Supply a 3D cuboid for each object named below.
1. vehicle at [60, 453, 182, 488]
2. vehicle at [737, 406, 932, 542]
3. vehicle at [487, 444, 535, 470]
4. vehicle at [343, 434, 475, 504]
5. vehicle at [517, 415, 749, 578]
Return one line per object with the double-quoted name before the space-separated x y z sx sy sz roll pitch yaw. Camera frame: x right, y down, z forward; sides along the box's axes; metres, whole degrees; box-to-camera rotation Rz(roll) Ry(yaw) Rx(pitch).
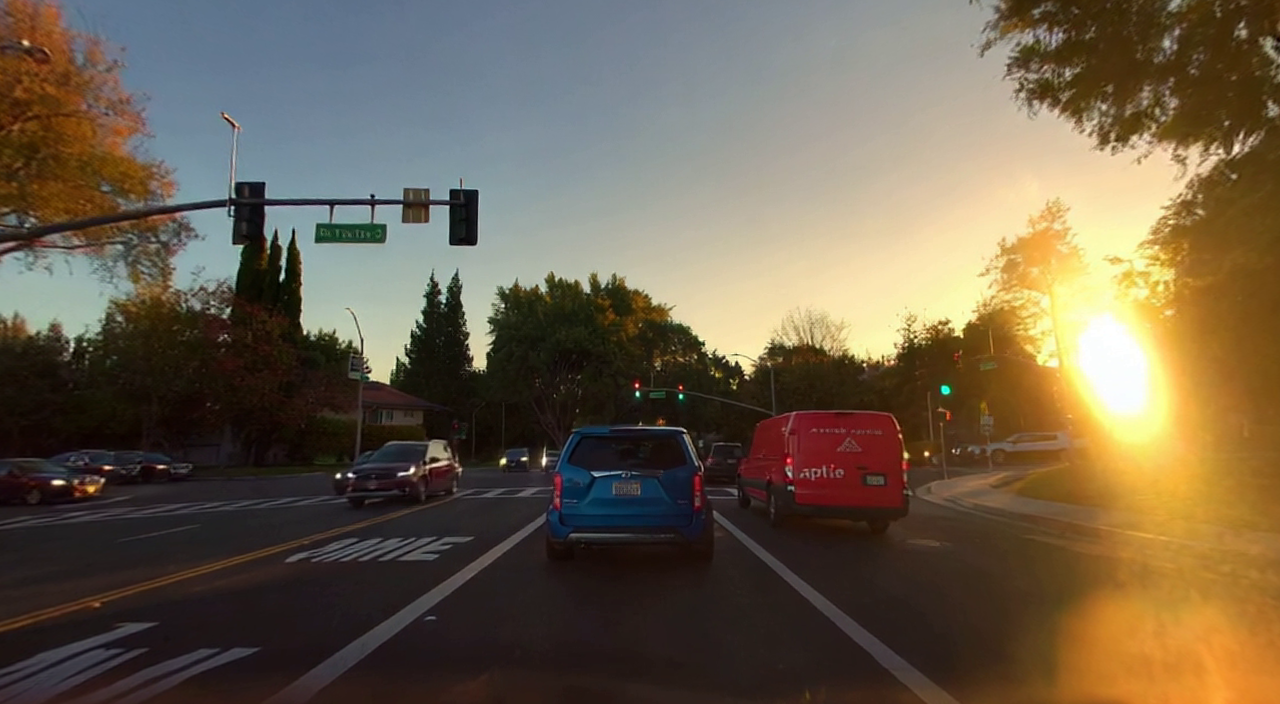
"vehicle" -25.257 5.758 30.707 4.073 1.603 1.920 1 -9 -8
"vehicle" 3.113 2.057 11.164 2.059 1.924 4.257 0 -8 0
"vehicle" -9.579 7.790 46.892 2.394 1.815 4.818 0 -9 2
"vehicle" -6.582 3.377 18.556 2.070 1.775 4.703 0 -8 0
"vehicle" -0.071 1.777 8.551 2.321 1.624 4.367 0 -8 0
